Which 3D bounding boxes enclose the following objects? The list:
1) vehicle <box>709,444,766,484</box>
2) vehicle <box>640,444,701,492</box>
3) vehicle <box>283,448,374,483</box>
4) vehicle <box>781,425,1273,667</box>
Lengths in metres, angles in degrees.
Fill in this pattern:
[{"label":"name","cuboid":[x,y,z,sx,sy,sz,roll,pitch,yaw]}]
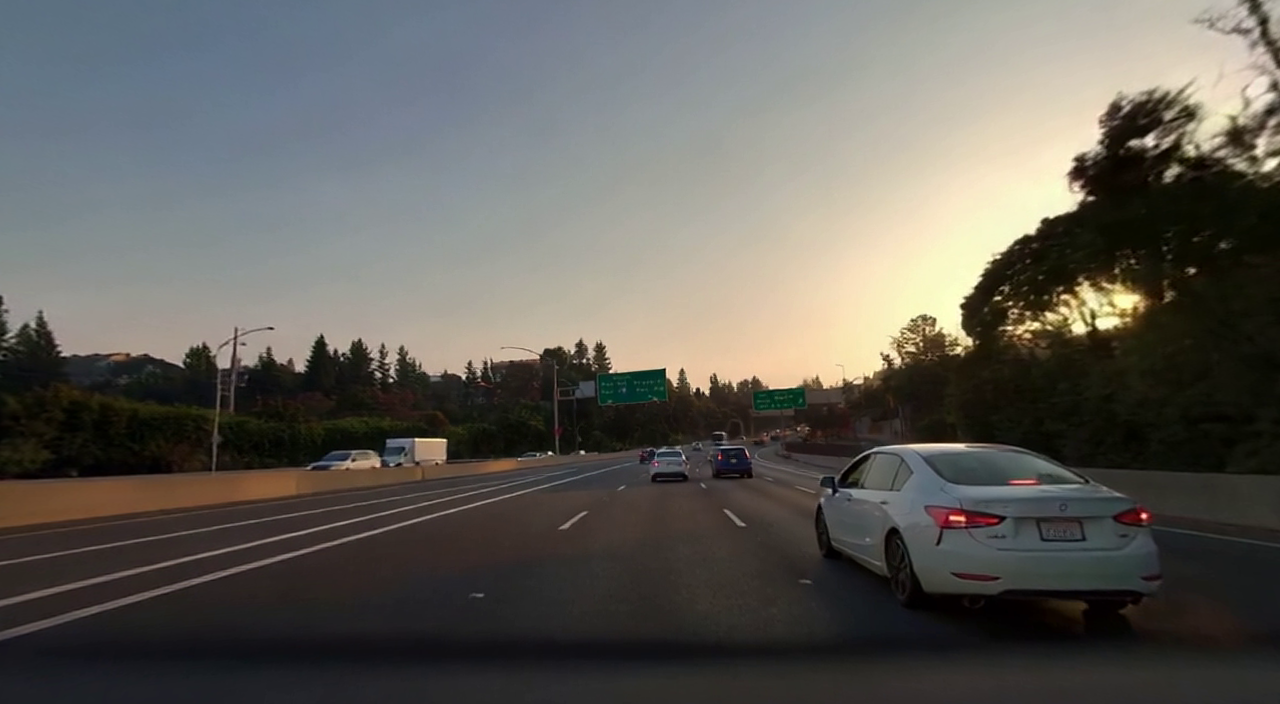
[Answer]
[{"label":"vehicle","cuboid":[4.338,5.050,28.638,2.076,1.684,4.241,0,-9,3]},{"label":"vehicle","cuboid":[1.135,4.275,23.426,2.074,1.614,3.803,-1,-9,3]},{"label":"vehicle","cuboid":[-18.246,6.657,37.233,2.113,1.862,5.561,-1,-9,5]},{"label":"vehicle","cuboid":[2.922,1.570,6.265,2.009,1.489,4.559,0,-9,0]}]
